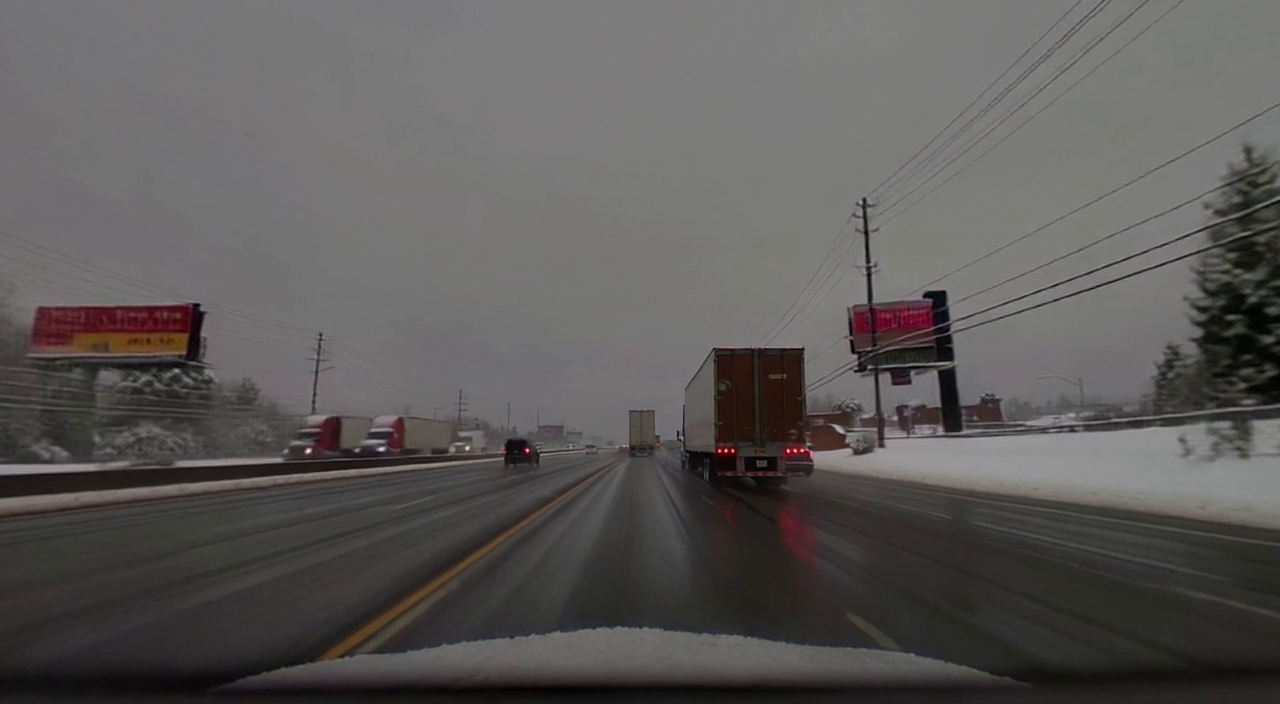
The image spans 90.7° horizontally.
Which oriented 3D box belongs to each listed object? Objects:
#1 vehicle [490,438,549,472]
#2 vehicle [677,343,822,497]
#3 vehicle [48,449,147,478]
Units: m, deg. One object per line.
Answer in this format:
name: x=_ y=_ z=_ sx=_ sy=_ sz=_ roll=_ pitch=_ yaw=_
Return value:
vehicle: x=-7.297 y=6.292 z=39.011 sx=2.425 sy=1.917 sz=5.647 roll=0 pitch=-9 yaw=2
vehicle: x=3.400 y=3.054 z=25.352 sx=2.892 sy=4.152 sz=16.575 roll=0 pitch=-9 yaw=0
vehicle: x=-28.450 y=5.841 z=33.335 sx=1.830 sy=1.437 sz=3.749 roll=0 pitch=-9 yaw=0
